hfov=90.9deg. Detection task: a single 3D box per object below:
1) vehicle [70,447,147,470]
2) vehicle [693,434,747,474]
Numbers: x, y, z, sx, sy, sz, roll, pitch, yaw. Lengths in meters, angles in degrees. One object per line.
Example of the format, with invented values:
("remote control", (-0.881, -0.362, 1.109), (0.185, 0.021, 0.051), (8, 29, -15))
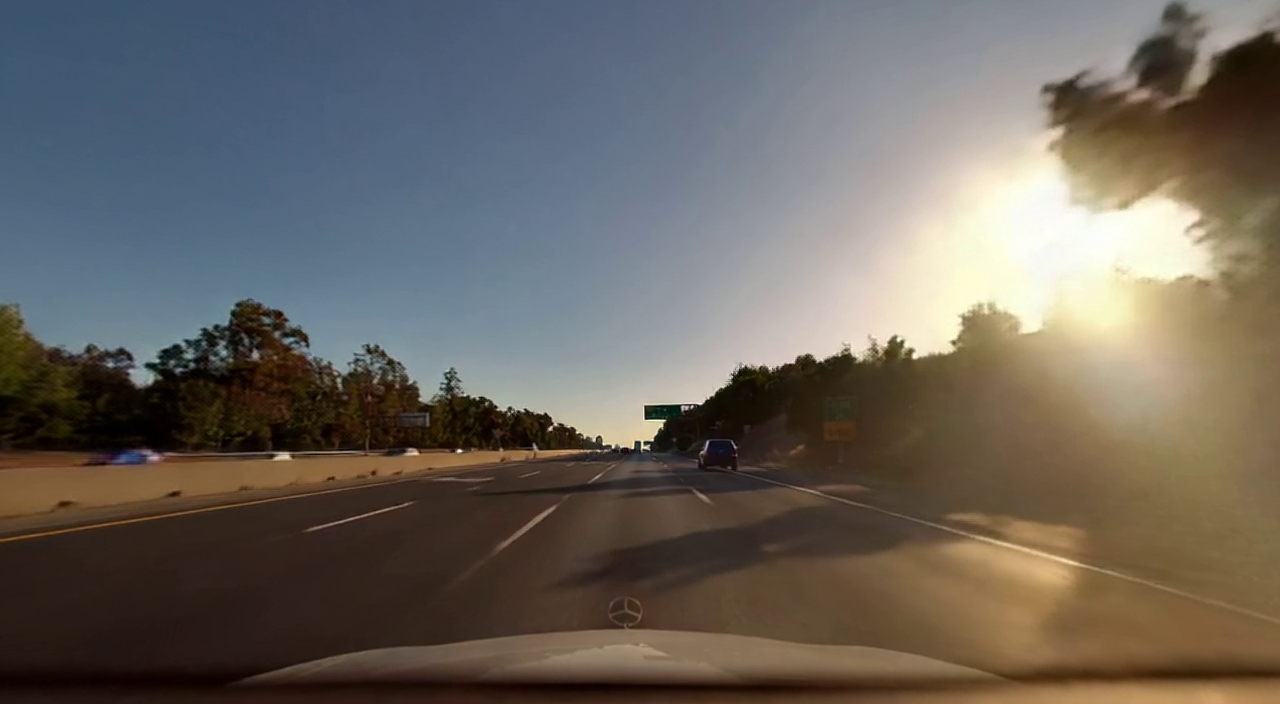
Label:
("vehicle", (-36.619, 7.347, 43.576), (1.730, 1.425, 4.082), (-1, -8, 0))
("vehicle", (4.183, 5.439, 33.817), (2.172, 1.930, 4.879), (0, -8, -1))
